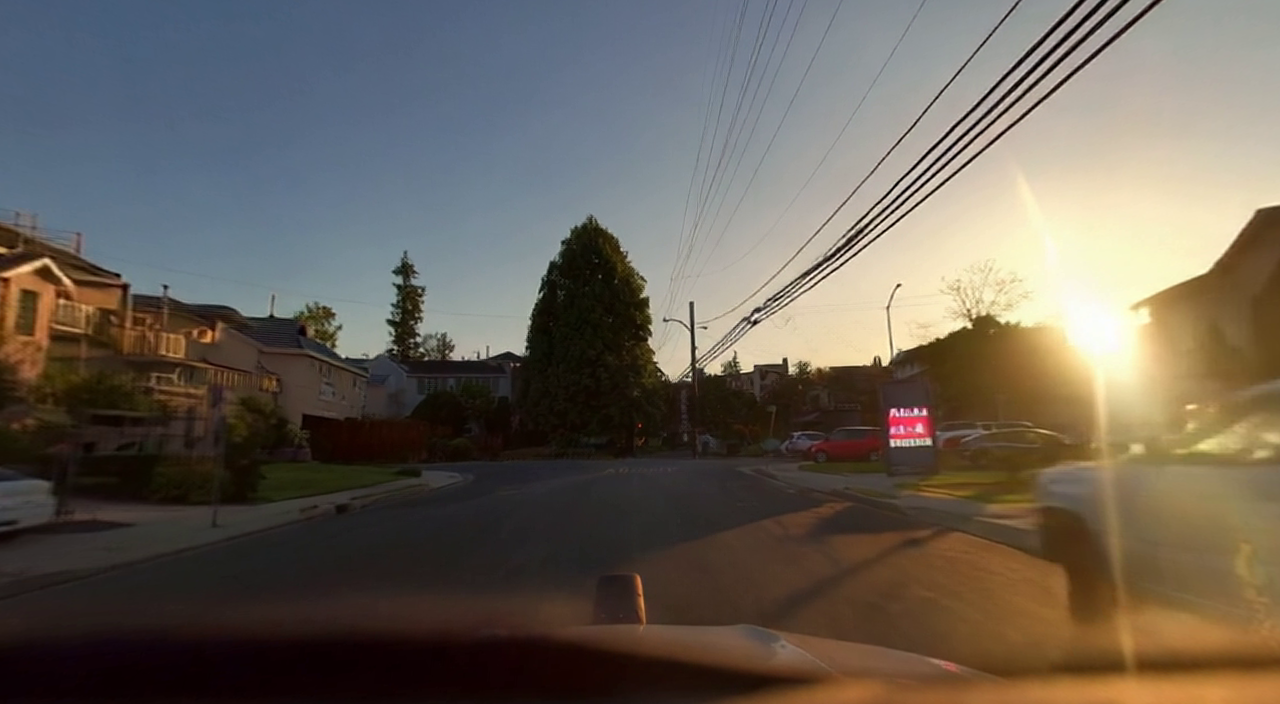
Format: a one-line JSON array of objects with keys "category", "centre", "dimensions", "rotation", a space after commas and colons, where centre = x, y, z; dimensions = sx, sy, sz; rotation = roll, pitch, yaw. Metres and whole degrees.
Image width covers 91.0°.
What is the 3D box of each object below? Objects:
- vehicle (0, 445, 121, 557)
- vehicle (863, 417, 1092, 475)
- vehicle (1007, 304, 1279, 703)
[{"category": "vehicle", "centre": [-11.092, 2.148, 9.378], "dimensions": [4.813, 1.503, 1.923], "rotation": [1, -8, -5]}, {"category": "vehicle", "centre": [10.624, 3.020, 20.240], "dimensions": [6.000, 1.740, 2.356], "rotation": [0, -8, -1]}, {"category": "vehicle", "centre": [4.005, 0.665, 2.269], "dimensions": [2.205, 1.923, 5.178], "rotation": [0, -8, 0]}]
